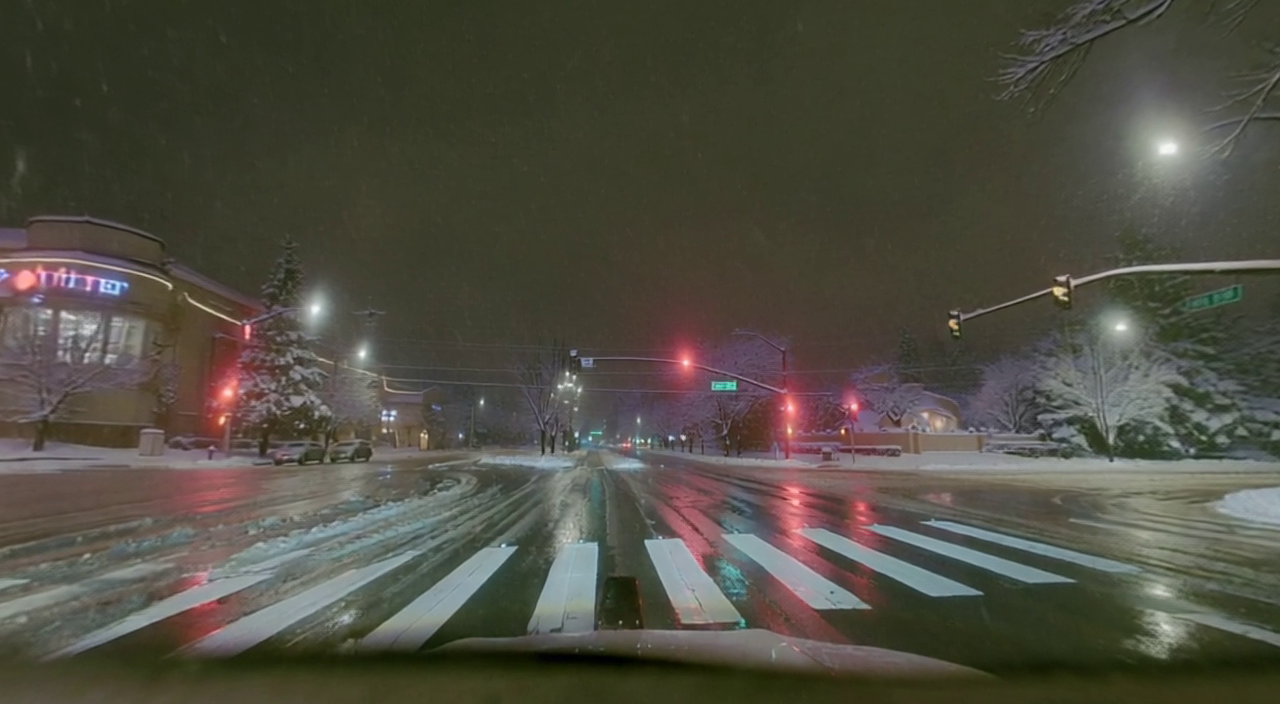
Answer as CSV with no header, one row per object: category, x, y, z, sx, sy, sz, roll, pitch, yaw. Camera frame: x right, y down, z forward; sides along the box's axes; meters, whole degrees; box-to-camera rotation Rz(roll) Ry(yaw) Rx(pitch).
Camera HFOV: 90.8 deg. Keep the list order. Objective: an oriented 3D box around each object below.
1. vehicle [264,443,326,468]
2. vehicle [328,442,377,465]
vehicle,-21.843,6.548,40.167,2.005,1.496,4.020,1,-9,-6
vehicle,-22.526,7.938,49.746,2.023,1.706,4.756,1,-9,-6
